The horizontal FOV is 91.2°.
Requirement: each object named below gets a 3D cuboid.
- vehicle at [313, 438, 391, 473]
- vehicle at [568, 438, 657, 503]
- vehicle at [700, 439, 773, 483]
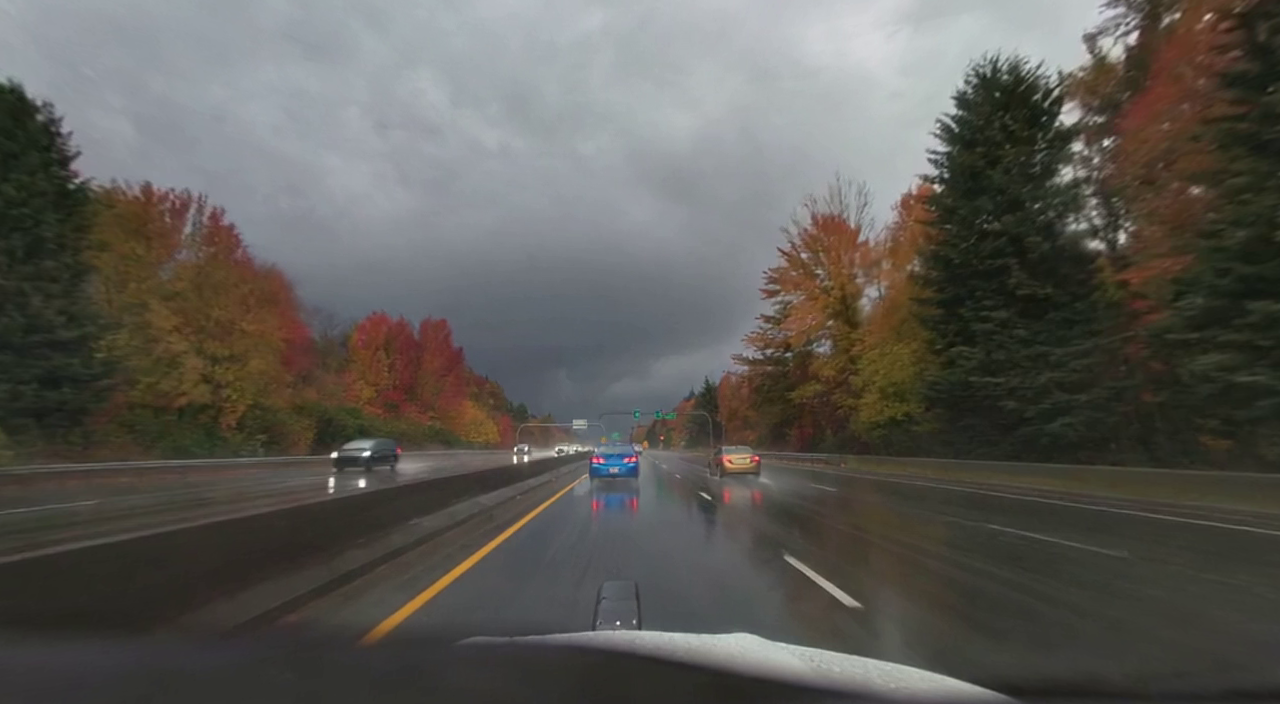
[{"bbox_3d":[-13.990,5.067,30.724,1.933,1.556,4.105,0,-9,-1],"label":"vehicle"},{"bbox_3d":[-0.700,3.187,17.295,2.128,1.516,4.410,0,-9,-1],"label":"vehicle"},{"bbox_3d":[3.791,4.368,25.334,2.300,1.595,4.144,-1,-9,0],"label":"vehicle"}]
